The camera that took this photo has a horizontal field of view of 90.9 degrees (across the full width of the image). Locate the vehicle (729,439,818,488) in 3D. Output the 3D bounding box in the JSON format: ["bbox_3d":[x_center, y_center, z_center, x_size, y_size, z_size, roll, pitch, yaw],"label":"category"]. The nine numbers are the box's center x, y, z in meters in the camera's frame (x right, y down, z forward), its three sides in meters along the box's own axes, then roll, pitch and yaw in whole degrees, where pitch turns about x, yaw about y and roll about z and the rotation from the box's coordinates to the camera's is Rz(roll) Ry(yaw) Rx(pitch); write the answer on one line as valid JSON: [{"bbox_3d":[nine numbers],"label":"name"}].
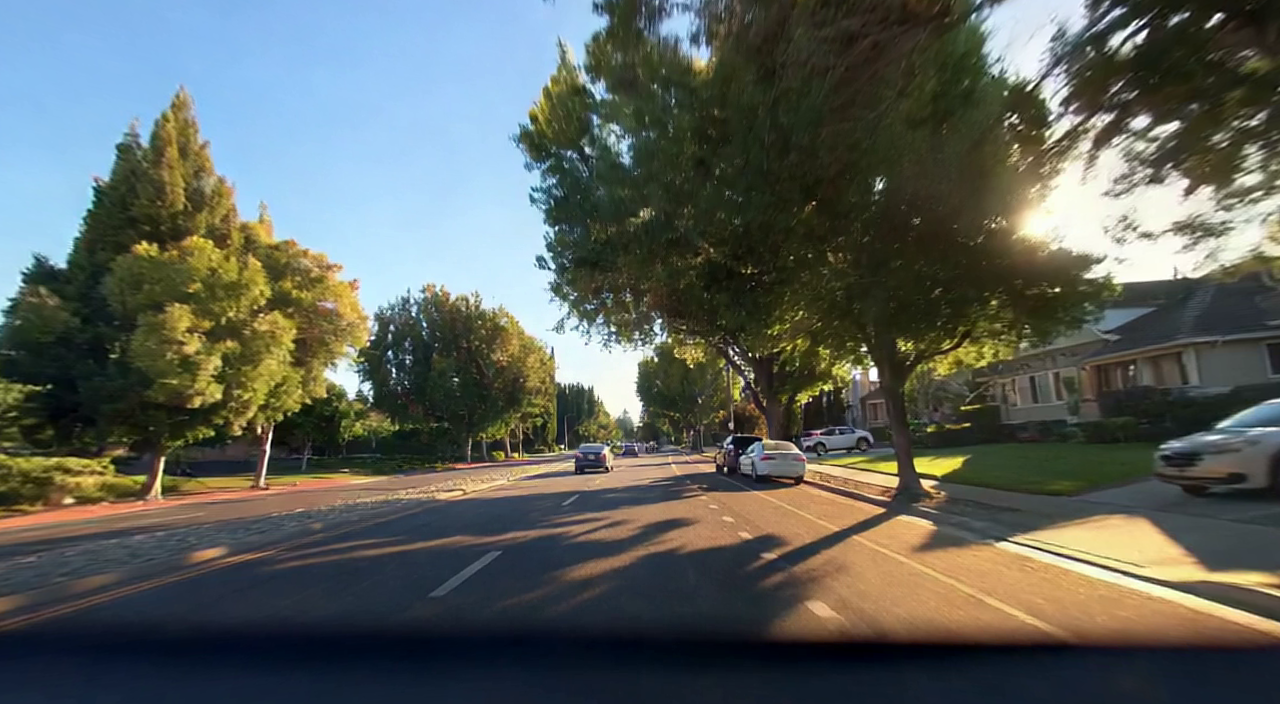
[{"bbox_3d":[4.570,3.893,22.382,2.241,1.536,4.682,0,-9,2],"label":"vehicle"}]

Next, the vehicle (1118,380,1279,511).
[{"bbox_3d":[11.513,1.422,10.588,4.860,1.919,2.318,-4,-9,2],"label":"vehicle"}]

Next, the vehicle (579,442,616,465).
[{"bbox_3d":[-2.901,7.113,44.317,2.084,1.466,4.522,-1,-9,2],"label":"vehicle"}]

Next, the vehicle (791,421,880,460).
[{"bbox_3d":[11.858,5.444,38.625,4.888,1.758,2.037,-8,-10,12],"label":"vehicle"}]
